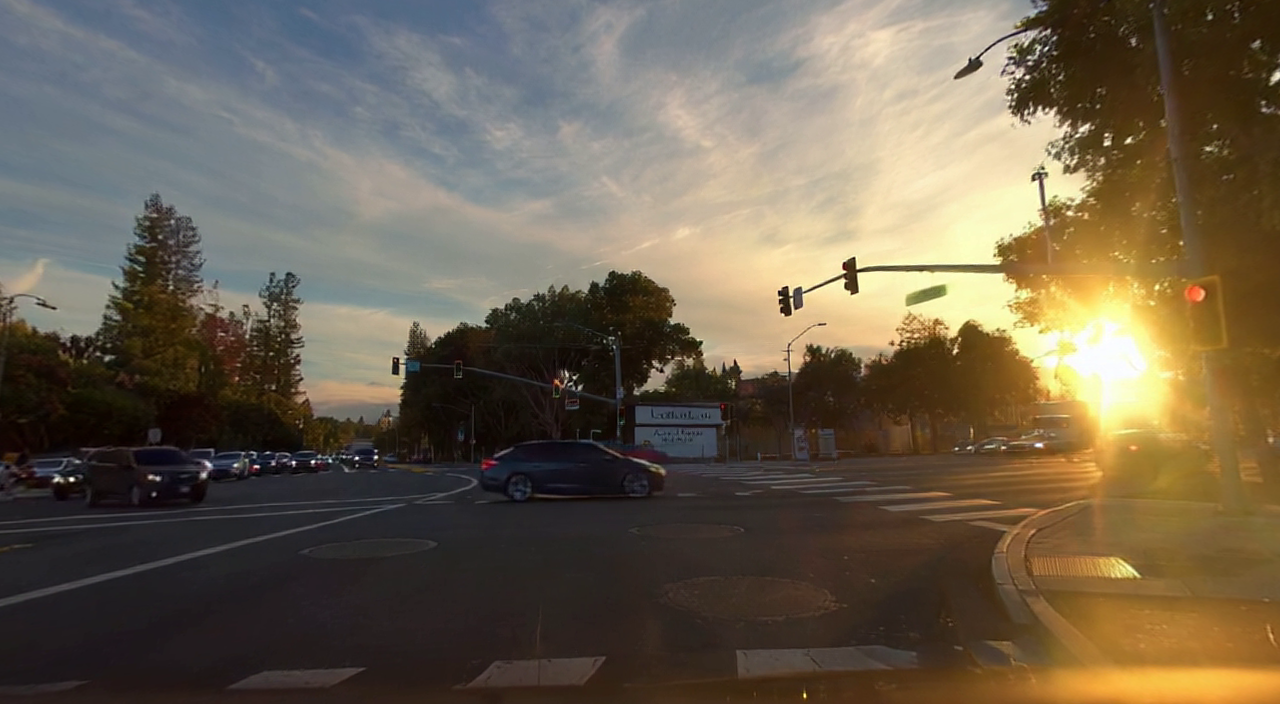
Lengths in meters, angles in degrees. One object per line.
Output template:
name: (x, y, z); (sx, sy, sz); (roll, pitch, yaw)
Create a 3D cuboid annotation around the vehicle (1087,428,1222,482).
vehicle: (17.058, 3.383, 20.928); (4.281, 1.621, 1.903); (5, -10, -29)

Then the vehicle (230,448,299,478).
vehicle: (-26.332, 7.769, 44.531); (2.213, 1.956, 5.254); (1, -9, -8)

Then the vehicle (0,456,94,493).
vehicle: (-31.179, 6.264, 32.642); (2.142, 1.723, 4.692); (1, -9, -9)

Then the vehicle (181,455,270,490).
vehicle: (-20.007, 5.794, 30.730); (1.999, 1.468, 4.702); (2, -9, -12)

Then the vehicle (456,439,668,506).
vehicle: (-1.771, 2.871, 15.326); (4.728, 1.471, 1.957); (-1, -9, 6)

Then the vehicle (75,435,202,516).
vehicle: (-14.742, 3.465, 18.401); (2.358, 1.937, 5.896); (7, -12, -41)
